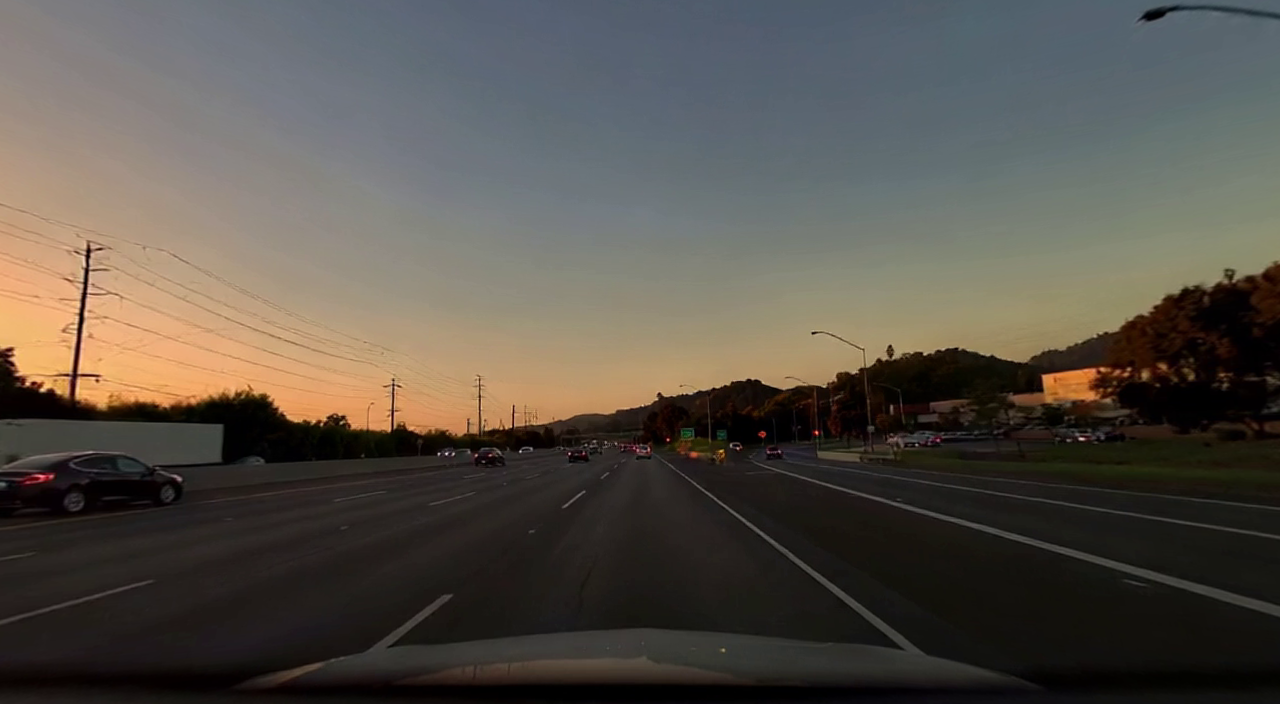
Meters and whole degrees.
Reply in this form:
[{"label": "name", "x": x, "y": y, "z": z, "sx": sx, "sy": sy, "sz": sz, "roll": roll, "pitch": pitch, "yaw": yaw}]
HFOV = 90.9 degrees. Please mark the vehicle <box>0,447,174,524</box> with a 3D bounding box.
[{"label": "vehicle", "x": -13.558, "y": 2.966, "z": 14.669, "sx": 1.988, "sy": 1.477, "sz": 4.442, "roll": 0, "pitch": -8, "yaw": 1}]
